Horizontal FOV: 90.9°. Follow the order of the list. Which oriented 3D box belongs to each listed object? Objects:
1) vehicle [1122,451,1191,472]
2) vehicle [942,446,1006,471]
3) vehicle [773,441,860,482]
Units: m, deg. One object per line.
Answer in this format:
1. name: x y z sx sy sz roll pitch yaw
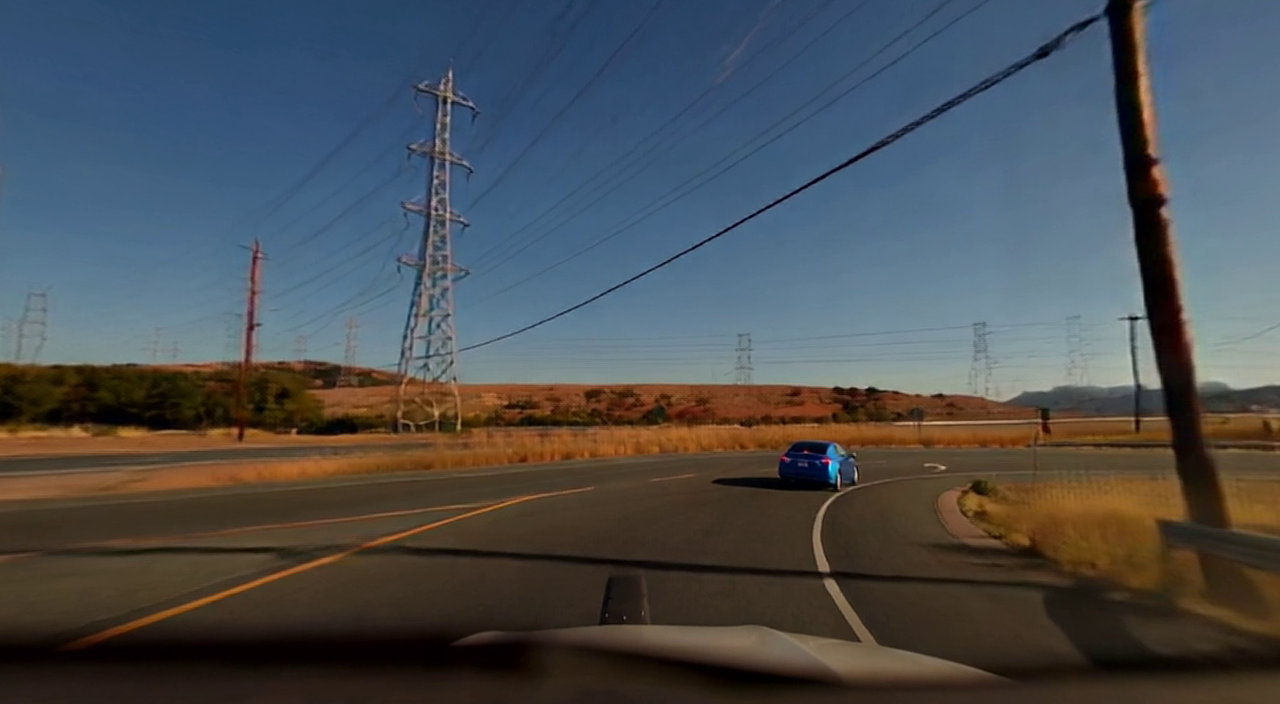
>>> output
1. vehicle: 39.154 8.285 47.843 4.102 1.552 1.931 2 -9 -15
2. vehicle: 21.200 6.693 39.953 4.307 1.465 1.836 6 -10 -36
3. vehicle: 6.776 4.090 23.915 2.026 1.407 4.374 -5 -10 31
